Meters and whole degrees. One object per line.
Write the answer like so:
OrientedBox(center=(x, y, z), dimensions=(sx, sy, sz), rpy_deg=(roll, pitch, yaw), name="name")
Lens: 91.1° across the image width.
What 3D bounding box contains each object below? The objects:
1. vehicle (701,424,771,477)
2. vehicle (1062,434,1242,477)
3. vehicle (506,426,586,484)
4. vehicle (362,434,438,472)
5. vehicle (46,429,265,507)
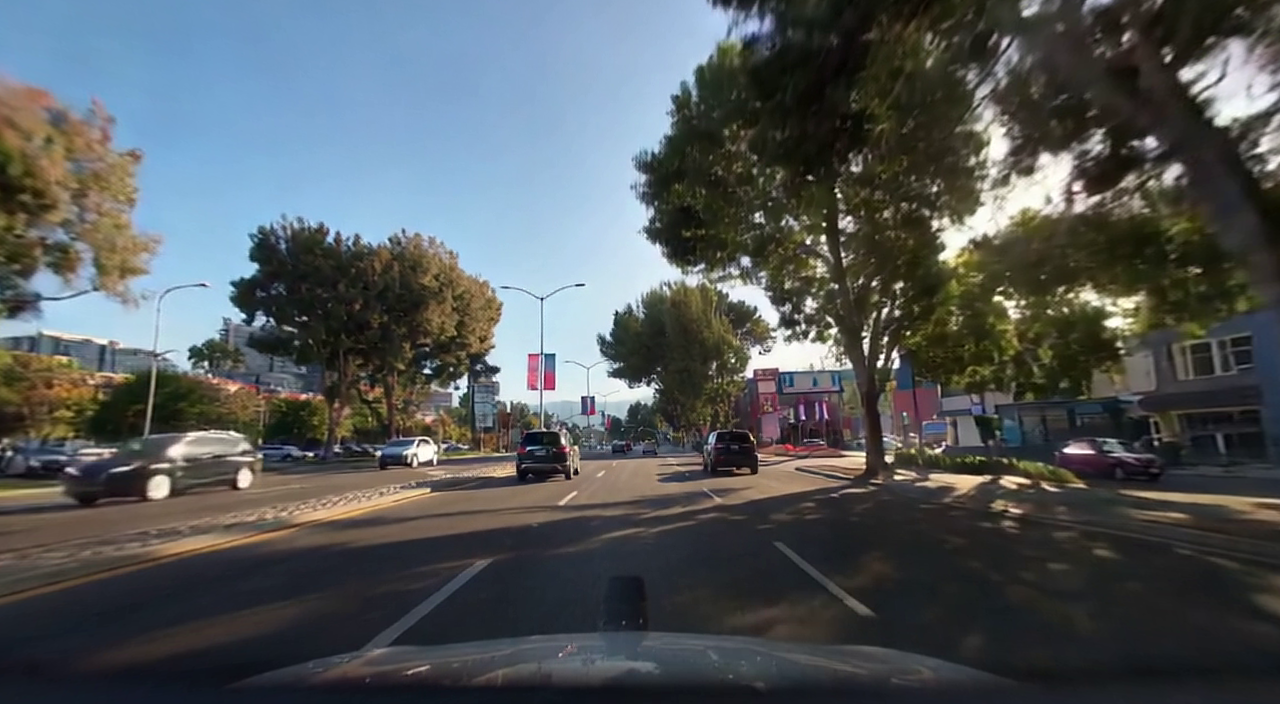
OrientedBox(center=(3.733, 3.923, 25.222), dimensions=(2.024, 1.921, 4.431), rpy_deg=(0, -8, -1), name="vehicle")
OrientedBox(center=(18.433, 3.740, 22.809), dimensions=(4.642, 1.450, 2.087), rpy_deg=(0, -8, 2), name="vehicle")
OrientedBox(center=(-3.115, 3.509, 21.711), dimensions=(2.014, 1.775, 4.404), rpy_deg=(0, -8, 1), name="vehicle")
OrientedBox(center=(-12.027, 5.093, 31.855), dimensions=(2.023, 1.729, 4.478), rpy_deg=(0, -8, 1), name="vehicle")
OrientedBox(center=(-12.108, 2.906, 16.211), dimensions=(1.998, 1.705, 4.465), rpy_deg=(0, -8, 1), name="vehicle")
